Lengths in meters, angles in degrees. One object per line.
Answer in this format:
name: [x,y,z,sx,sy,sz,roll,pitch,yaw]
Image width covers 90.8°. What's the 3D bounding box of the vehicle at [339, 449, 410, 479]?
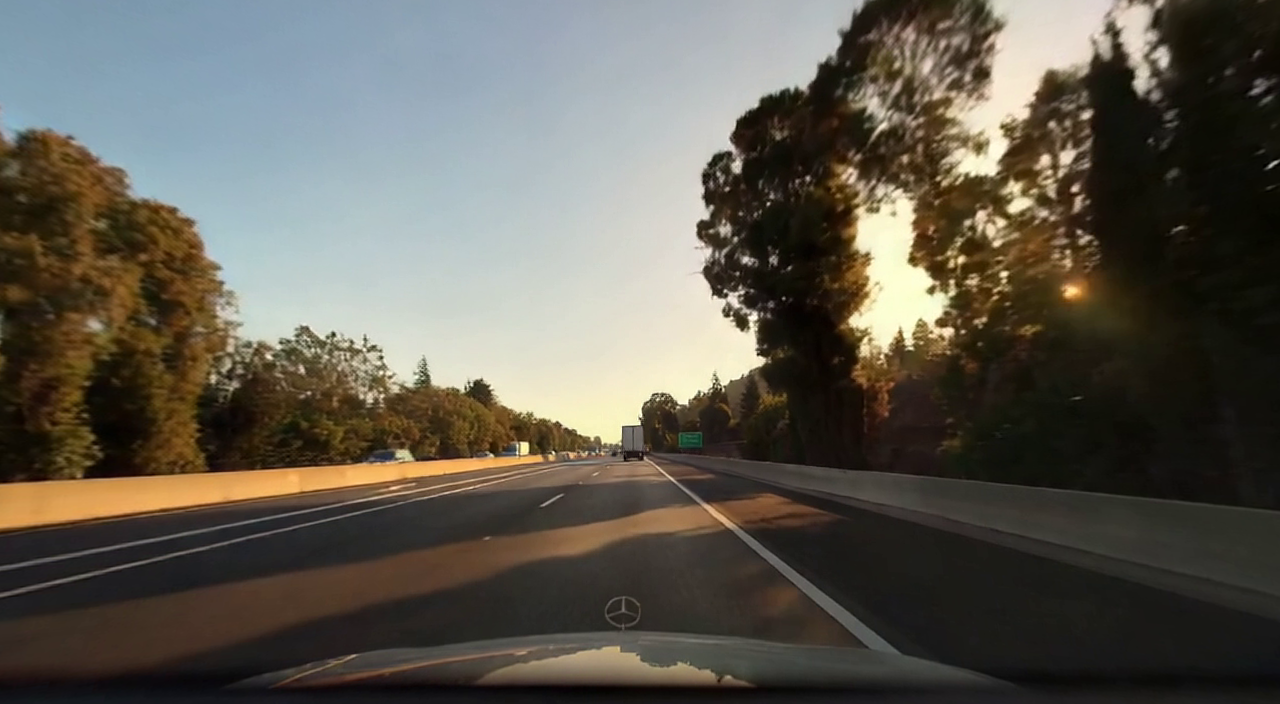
vehicle: [-14.330,6.042,34.301,2.014,1.530,4.306,0,-9,-1]
